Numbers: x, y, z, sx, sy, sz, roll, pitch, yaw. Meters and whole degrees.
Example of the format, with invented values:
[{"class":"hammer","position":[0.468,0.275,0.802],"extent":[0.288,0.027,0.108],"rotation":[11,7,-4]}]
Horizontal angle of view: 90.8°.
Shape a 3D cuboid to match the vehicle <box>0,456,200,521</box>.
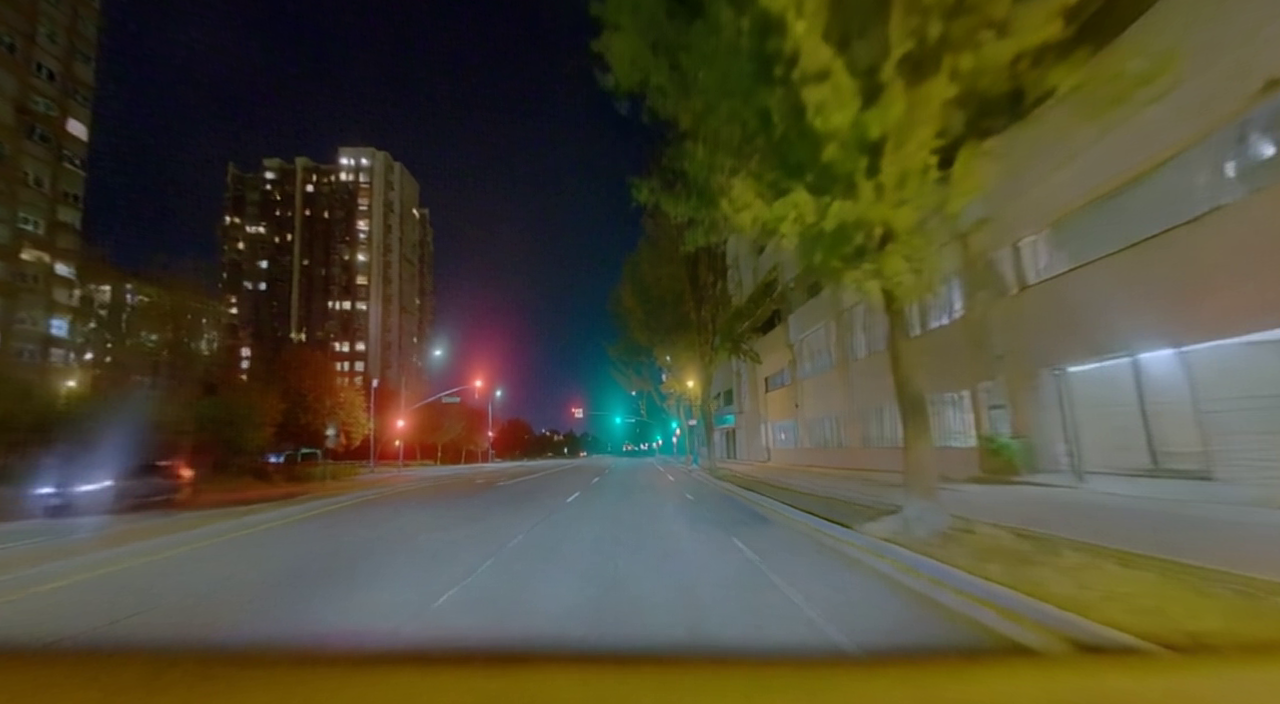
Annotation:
[{"class":"vehicle","position":[-14.694,3.635,17.348],"extent":[1.898,1.469,4.577],"rotation":[0,-9,0]}]
